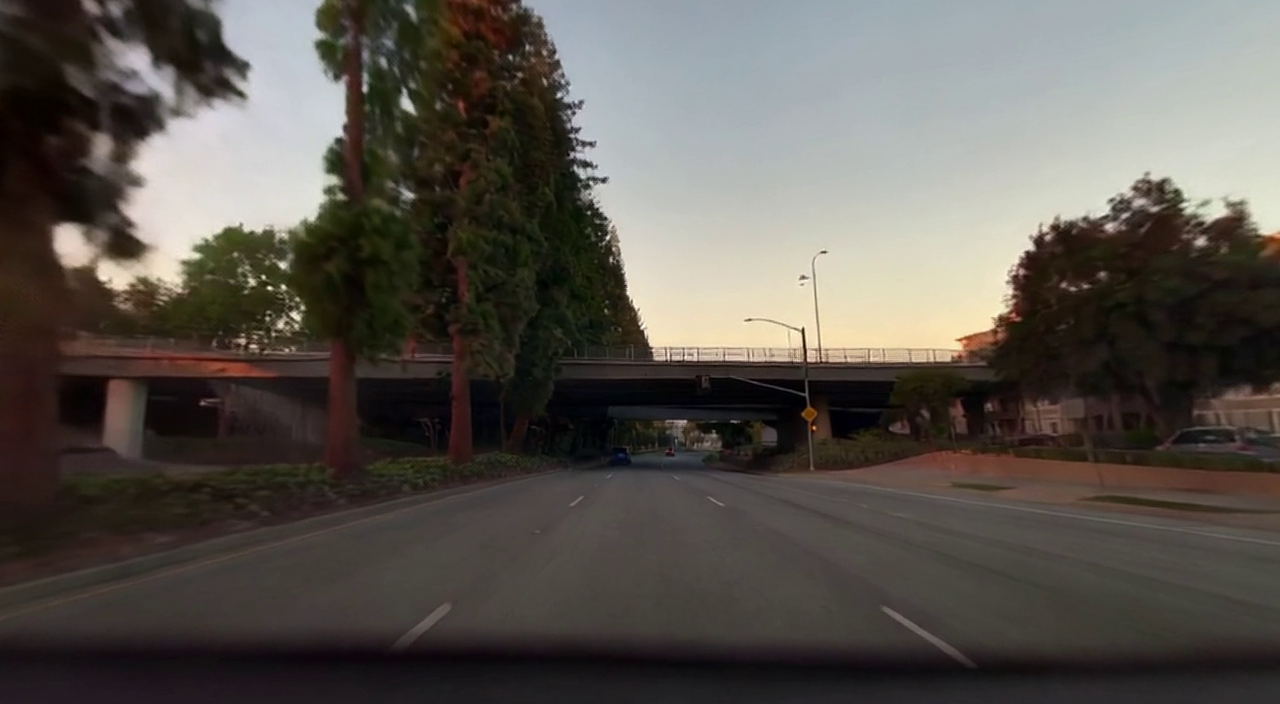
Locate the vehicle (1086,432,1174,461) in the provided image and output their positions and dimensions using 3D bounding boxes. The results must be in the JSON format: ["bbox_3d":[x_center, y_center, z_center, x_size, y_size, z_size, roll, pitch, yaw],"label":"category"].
[{"bbox_3d":[30.072,5.819,38.840,3.796,1.461,1.695,-4,-9,6],"label":"vehicle"}]
